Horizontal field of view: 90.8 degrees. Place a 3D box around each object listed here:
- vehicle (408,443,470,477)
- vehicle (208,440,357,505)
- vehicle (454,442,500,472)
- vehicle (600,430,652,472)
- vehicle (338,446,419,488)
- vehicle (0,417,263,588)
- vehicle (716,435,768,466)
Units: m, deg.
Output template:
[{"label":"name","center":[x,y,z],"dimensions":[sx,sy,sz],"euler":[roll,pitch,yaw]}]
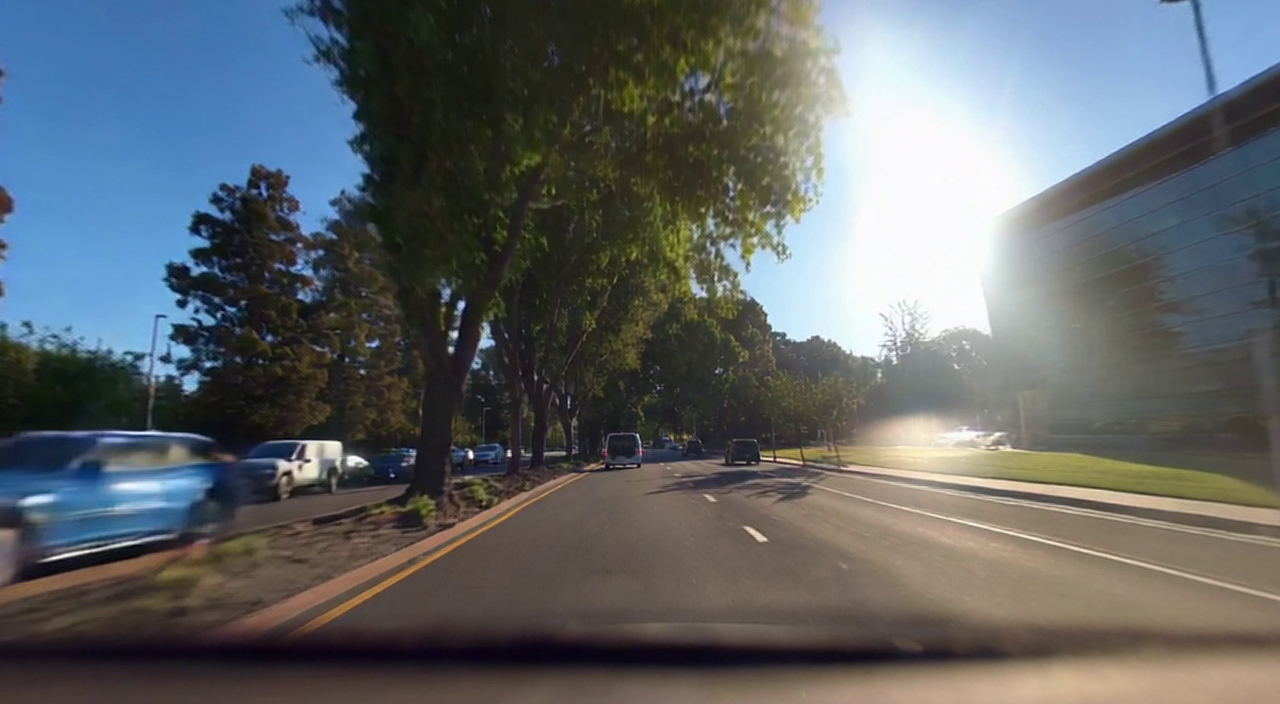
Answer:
[{"label":"vehicle","center":[-11.536,6.200,36.615],"dimensions":[2.042,1.822,4.913],"euler":[0,-8,-1]},{"label":"vehicle","center":[-11.192,3.773,20.261],"dimensions":[2.093,1.816,4.559],"euler":[0,-8,0]},{"label":"vehicle","center":[-11.674,7.506,45.541],"dimensions":[2.082,1.824,4.840],"euler":[-2,-7,-1]},{"label":"vehicle","center":[-0.702,4.997,32.001],"dimensions":[2.411,1.937,5.186],"euler":[0,-8,-1]},{"label":"vehicle","center":[-11.564,5.089,28.274],"dimensions":[1.899,1.607,4.297],"euler":[-2,-8,-1]},{"label":"vehicle","center":[-7.986,1.912,8.766],"dimensions":[2.184,1.824,5.418],"euler":[0,-8,0]},{"label":"vehicle","center":[6.386,6.236,40.154],"dimensions":[2.364,1.781,4.854],"euler":[0,-8,-1]}]
